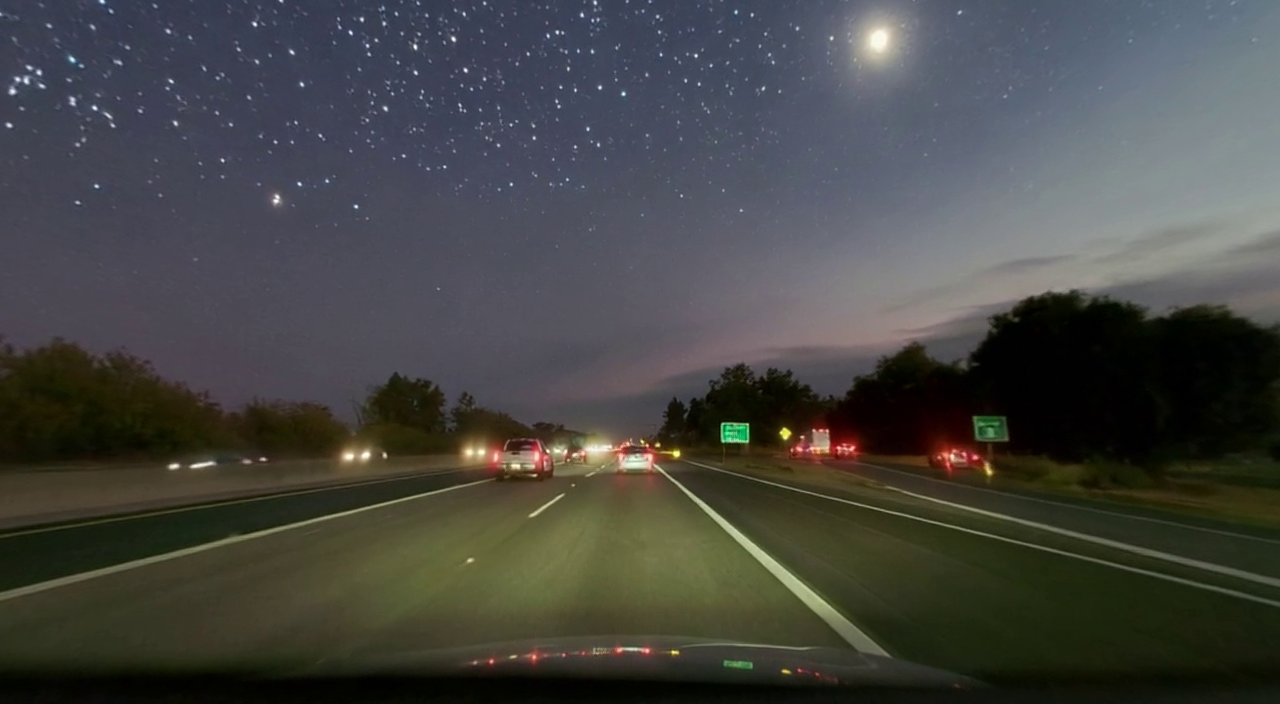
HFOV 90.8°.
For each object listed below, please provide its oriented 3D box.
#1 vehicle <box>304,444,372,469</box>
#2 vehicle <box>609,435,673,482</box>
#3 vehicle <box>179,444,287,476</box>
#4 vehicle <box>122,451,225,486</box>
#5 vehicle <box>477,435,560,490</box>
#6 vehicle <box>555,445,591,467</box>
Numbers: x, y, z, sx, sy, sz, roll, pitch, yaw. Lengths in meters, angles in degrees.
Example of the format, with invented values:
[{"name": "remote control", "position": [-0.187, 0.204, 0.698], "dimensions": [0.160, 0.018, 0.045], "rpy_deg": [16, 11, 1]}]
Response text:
[{"name": "vehicle", "position": [-21.779, 7.565, 45.898], "dimensions": [2.141, 1.690, 5.651], "rpy_deg": [0, -8, 0]}, {"name": "vehicle", "position": [-0.002, 4.316, 25.960], "dimensions": [2.378, 1.750, 4.355], "rpy_deg": [0, -8, -1]}, {"name": "vehicle", "position": [-25.505, 6.771, 40.035], "dimensions": [2.566, 1.804, 6.487], "rpy_deg": [0, -8, -1]}, {"name": "vehicle", "position": [-21.246, 5.296, 28.984], "dimensions": [1.776, 1.421, 3.933], "rpy_deg": [0, -8, -1]}, {"name": "vehicle", "position": [-4.165, 3.862, 22.469], "dimensions": [2.044, 1.717, 4.421], "rpy_deg": [0, -8, 0]}, {"name": "vehicle", "position": [-4.779, 7.476, 45.638], "dimensions": [2.084, 1.528, 4.094], "rpy_deg": [0, -8, 0]}]
